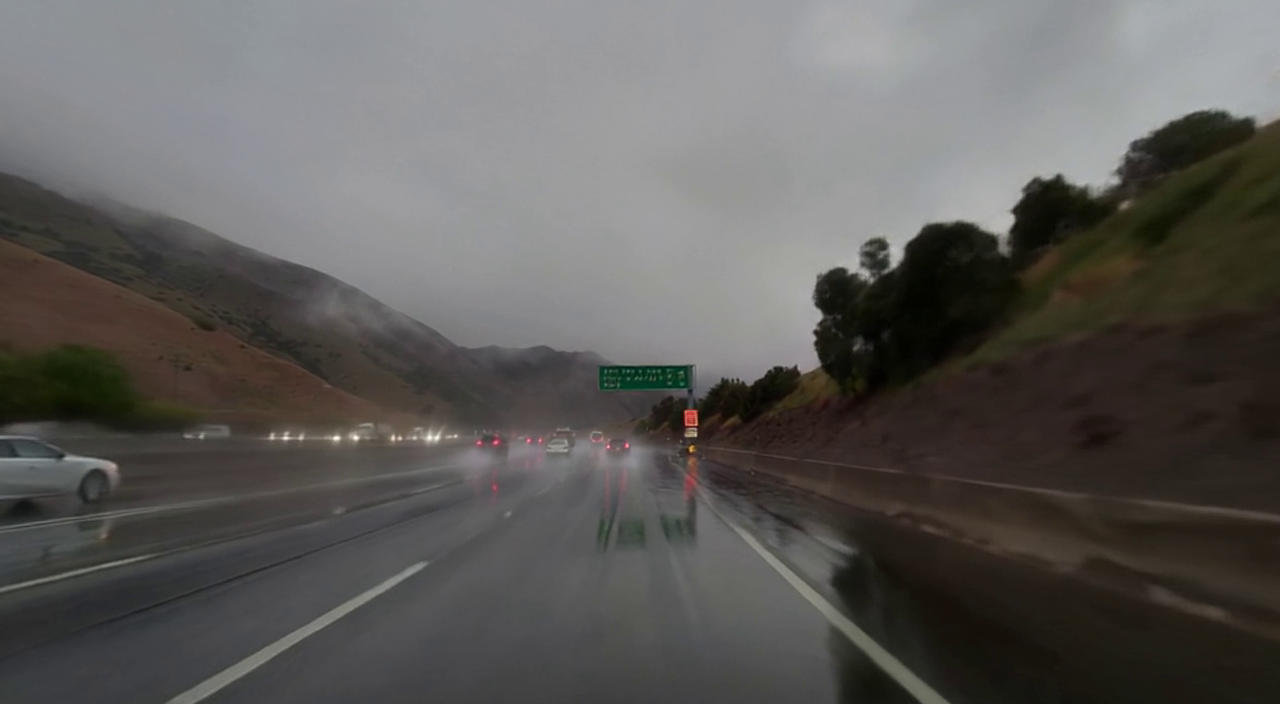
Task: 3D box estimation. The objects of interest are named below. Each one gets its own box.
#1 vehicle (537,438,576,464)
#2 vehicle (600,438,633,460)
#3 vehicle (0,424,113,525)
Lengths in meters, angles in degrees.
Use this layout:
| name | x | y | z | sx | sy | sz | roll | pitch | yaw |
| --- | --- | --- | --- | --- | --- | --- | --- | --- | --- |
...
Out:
| name | x | y | z | sx | sy | sz | roll | pitch | yaw |
| --- | --- | --- | --- | --- | --- | --- | --- | --- | --- |
| vehicle | -5.344 | 6.419 | 40.942 | 2.060 | 1.631 | 4.214 | 0 | -8 | -1 |
| vehicle | -1.803 | 7.489 | 48.623 | 2.421 | 1.594 | 4.248 | 0 | -8 | -2 |
| vehicle | -11.502 | 1.994 | 10.203 | 2.047 | 1.645 | 4.451 | 0 | -8 | -1 |
